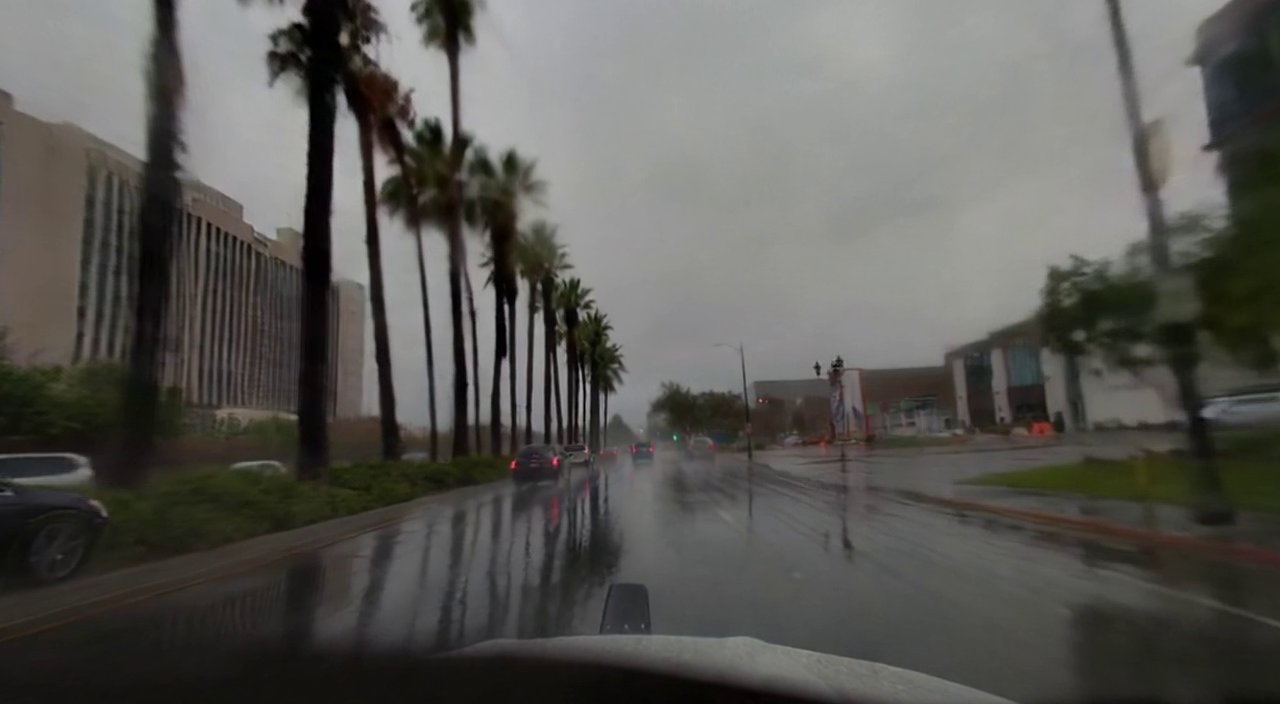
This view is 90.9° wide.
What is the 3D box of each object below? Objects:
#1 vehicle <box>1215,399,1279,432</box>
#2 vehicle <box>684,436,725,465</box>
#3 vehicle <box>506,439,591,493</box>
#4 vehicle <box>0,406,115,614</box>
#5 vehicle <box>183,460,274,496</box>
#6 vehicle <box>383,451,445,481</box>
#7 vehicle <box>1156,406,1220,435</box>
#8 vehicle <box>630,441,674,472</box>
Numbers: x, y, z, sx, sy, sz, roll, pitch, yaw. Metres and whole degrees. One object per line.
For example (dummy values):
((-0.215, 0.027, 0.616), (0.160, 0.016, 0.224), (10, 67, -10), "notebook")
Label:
((33.861, 3.533, 34.768), (1.939, 1.625, 4.341), (-5, -9, 27), "vehicle")
((4.159, 6.443, 41.339), (2.108, 1.785, 4.334), (0, -8, -1), "vehicle")
((-2.790, 3.566, 20.156), (1.908, 1.505, 4.369), (-1, -8, 2), "vehicle")
((-6.440, 1.167, 4.125), (2.030, 1.730, 4.506), (-1, -8, 1), "vehicle")
((-20.589, 6.270, 31.757), (1.779, 1.562, 4.003), (-1, -8, 1), "vehicle")
((-13.813, 6.946, 38.842), (2.026, 1.641, 4.619), (-1, -8, 1), "vehicle")
((31.344, 3.971, 36.159), (1.849, 1.462, 3.814), (-5, -9, 28), "vehicle")
((0.588, 5.420, 32.905), (2.147, 1.507, 3.953), (0, -8, 0), "vehicle")
